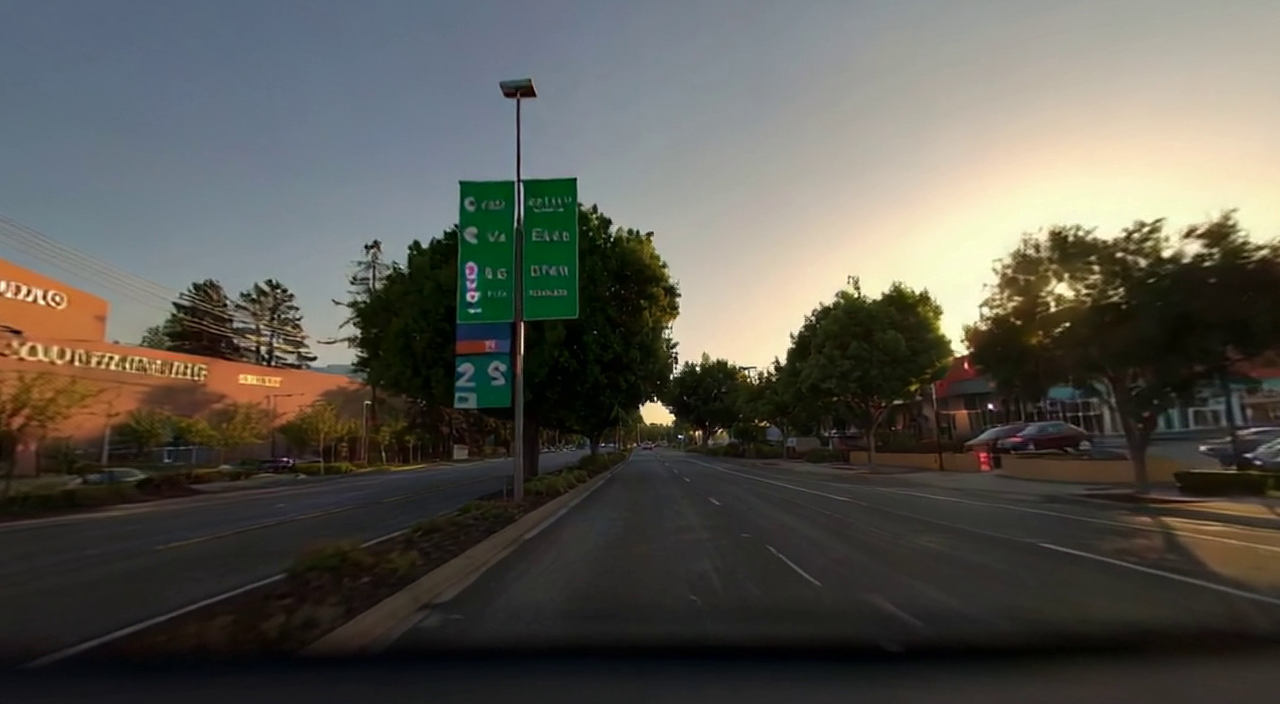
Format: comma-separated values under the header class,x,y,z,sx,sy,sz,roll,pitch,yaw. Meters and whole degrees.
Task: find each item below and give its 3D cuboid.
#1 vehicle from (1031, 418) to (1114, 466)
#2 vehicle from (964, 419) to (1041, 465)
class,x,y,z,sx,sy,sz,roll,pitch,yaw
vehicle,21.822,4.521,32.049,2.240,2.095,5.149,-6,-7,22
vehicle,17.874,4.485,31.407,2.425,2.043,5.455,-4,-9,21
